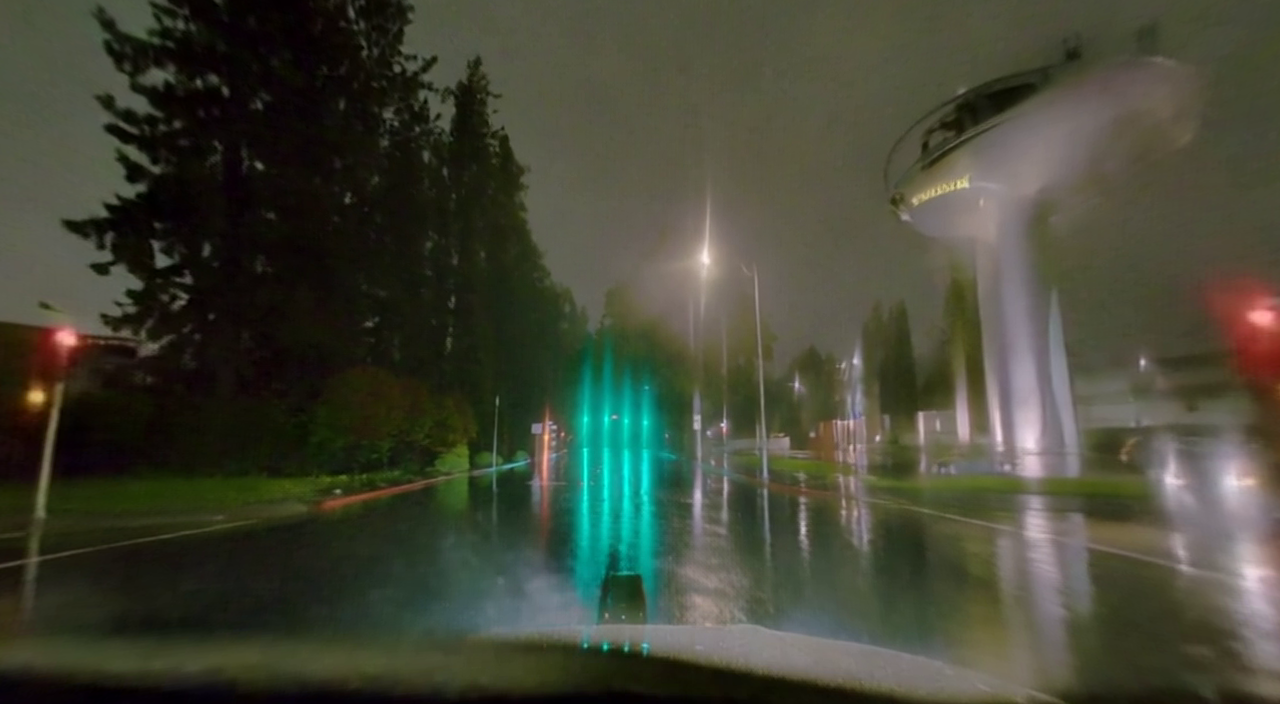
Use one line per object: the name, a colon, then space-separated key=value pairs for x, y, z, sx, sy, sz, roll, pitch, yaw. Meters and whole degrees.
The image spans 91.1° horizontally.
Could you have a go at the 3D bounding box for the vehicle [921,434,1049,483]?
vehicle: x=10.541 y=3.212 z=19.282 sx=3.191 sy=1.365 sz=1.458 roll=-5 pitch=-10 yaw=37

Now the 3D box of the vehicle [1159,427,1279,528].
vehicle: x=12.393 y=2.186 z=11.141 sx=4.448 sy=1.637 sz=1.881 roll=-1 pitch=-8 yaw=7
